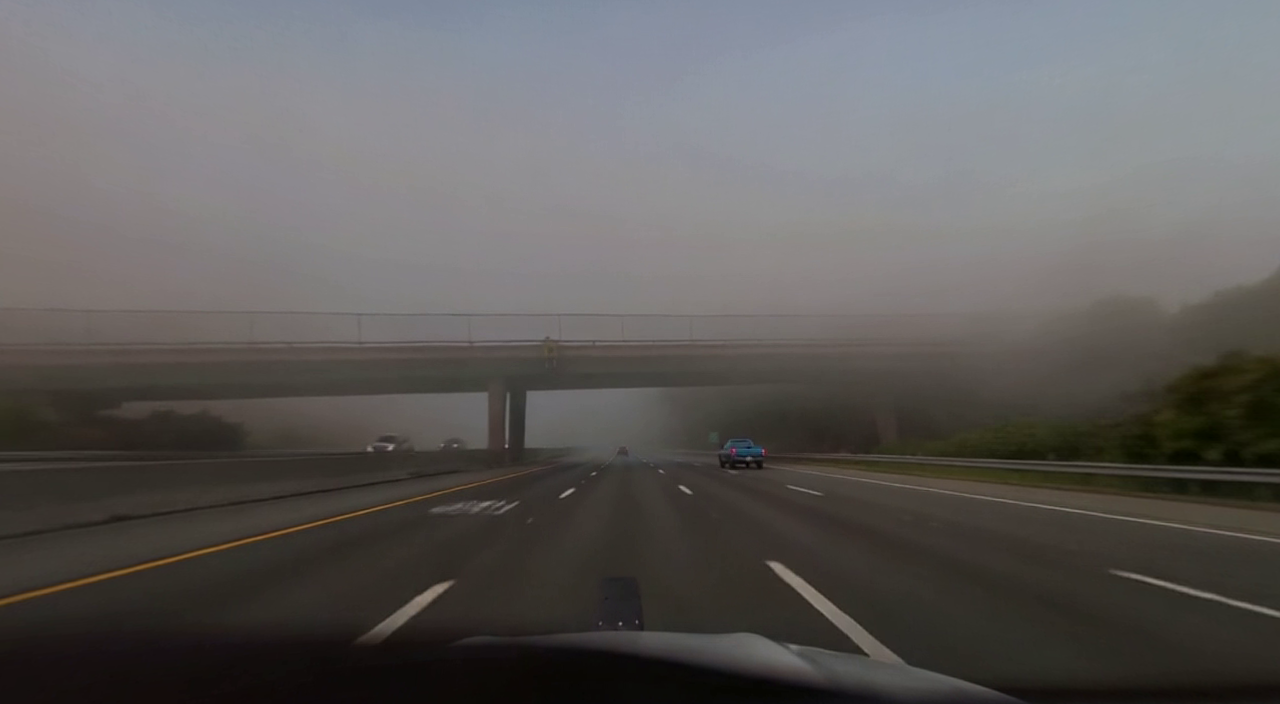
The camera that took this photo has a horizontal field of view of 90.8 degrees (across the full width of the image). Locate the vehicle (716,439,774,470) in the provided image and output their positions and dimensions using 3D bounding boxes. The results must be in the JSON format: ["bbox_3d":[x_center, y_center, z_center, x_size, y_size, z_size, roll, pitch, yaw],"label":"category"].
[{"bbox_3d":[6.548,6.482,40.183,2.395,1.819,6.086,0,-9,-2],"label":"vehicle"}]

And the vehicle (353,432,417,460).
[{"bbox_3d":[-16.171,6.025,40.328,2.030,1.659,4.895,0,-9,0],"label":"vehicle"}]
